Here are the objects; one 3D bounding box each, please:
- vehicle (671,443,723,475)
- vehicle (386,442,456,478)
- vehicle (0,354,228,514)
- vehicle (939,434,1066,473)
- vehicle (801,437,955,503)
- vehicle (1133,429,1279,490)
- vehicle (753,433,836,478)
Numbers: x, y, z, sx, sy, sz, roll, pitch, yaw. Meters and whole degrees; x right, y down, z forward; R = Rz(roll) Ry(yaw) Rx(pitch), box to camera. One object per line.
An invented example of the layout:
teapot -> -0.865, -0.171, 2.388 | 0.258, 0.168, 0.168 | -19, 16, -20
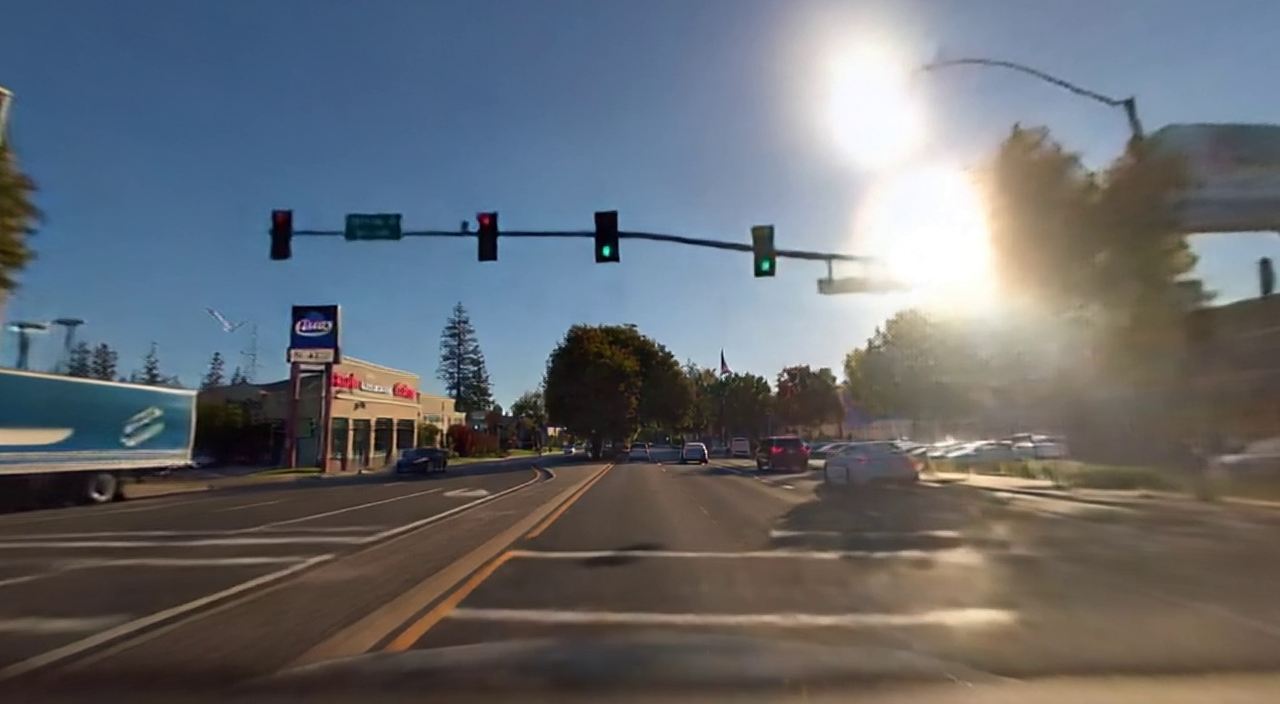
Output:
vehicle -> 2.712, 5.214, 31.027 | 2.099, 1.463, 4.365 | 0, -8, -1
vehicle -> -11.819, 5.825, 34.429 | 2.102, 1.793, 4.694 | 0, -8, 0
vehicle -> -18.923, 2.372, 17.998 | 3.058, 4.328, 16.976 | -1, -8, 0
vehicle -> 16.059, 4.515, 28.156 | 4.457, 1.521, 1.872 | -2, -9, -3
vehicle -> 6.083, 3.077, 16.940 | 2.150, 1.485, 4.919 | 0, -9, -1
vehicle -> 16.605, 2.868, 17.080 | 4.833, 1.525, 2.135 | 0, -9, -3
vehicle -> 6.878, 4.676, 28.851 | 2.268, 1.822, 5.038 | 0, -9, -3
